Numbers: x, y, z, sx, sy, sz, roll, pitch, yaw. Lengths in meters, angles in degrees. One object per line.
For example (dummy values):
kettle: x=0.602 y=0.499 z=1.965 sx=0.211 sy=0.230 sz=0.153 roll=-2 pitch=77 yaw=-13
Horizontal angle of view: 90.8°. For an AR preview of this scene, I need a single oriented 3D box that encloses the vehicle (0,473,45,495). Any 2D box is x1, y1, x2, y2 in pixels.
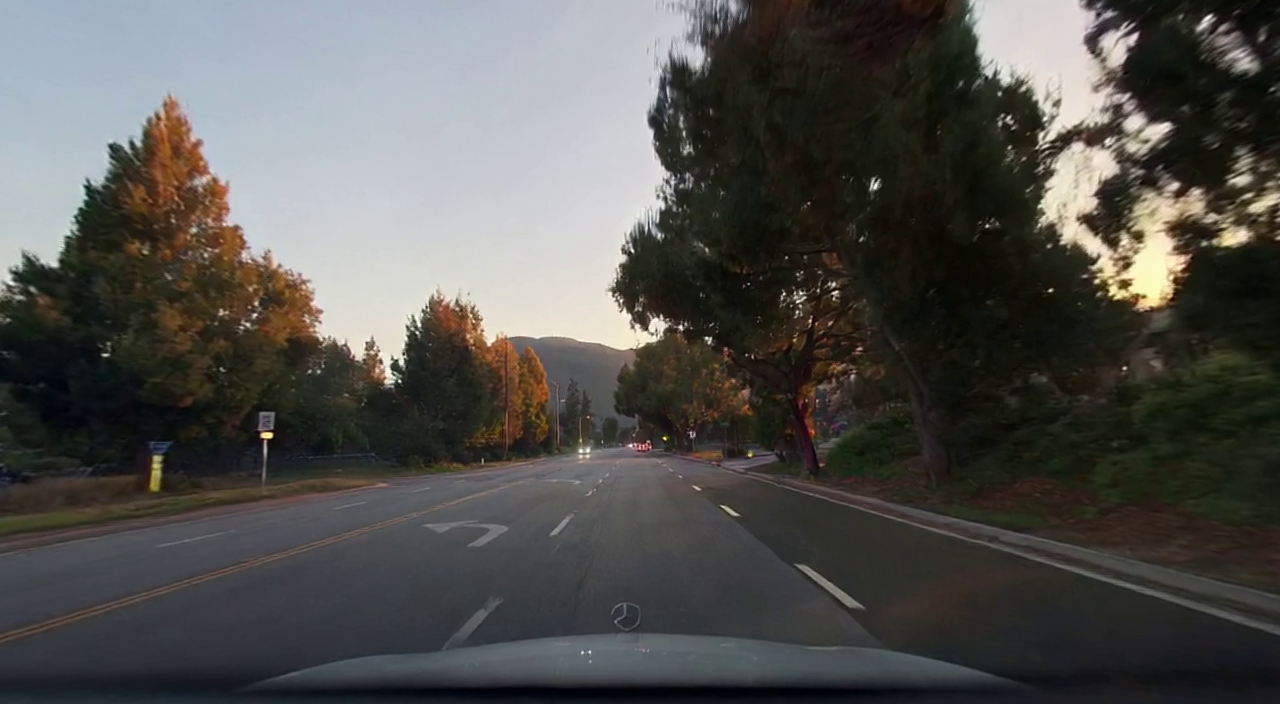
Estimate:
vehicle: x=-48.586 y=10.325 z=49.508 sx=3.971 sy=1.484 sz=1.903 roll=-6 pitch=-10 yaw=35
